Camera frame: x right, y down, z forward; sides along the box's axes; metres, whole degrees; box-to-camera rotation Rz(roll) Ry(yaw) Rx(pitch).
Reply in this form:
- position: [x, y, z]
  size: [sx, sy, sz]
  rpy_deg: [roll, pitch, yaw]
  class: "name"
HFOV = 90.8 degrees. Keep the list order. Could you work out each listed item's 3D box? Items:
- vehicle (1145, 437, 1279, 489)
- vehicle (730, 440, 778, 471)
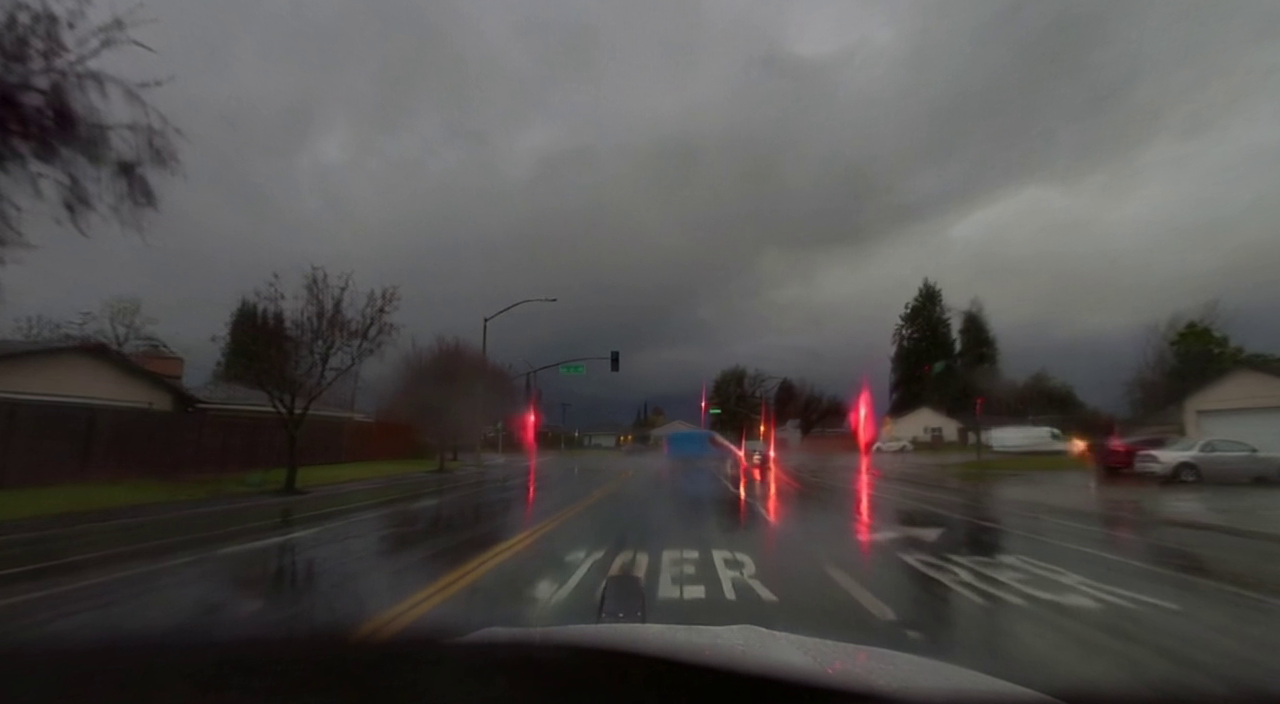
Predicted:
- position: [17.983, 3.279, 18.857]
  size: [4.104, 1.449, 1.896]
  rpy_deg: [-1, -8, 2]
  class: "vehicle"
- position: [5.952, 5.455, 33.428]
  size: [1.947, 1.485, 4.336]
  rpy_deg: [-1, -8, 3]
  class: "vehicle"
